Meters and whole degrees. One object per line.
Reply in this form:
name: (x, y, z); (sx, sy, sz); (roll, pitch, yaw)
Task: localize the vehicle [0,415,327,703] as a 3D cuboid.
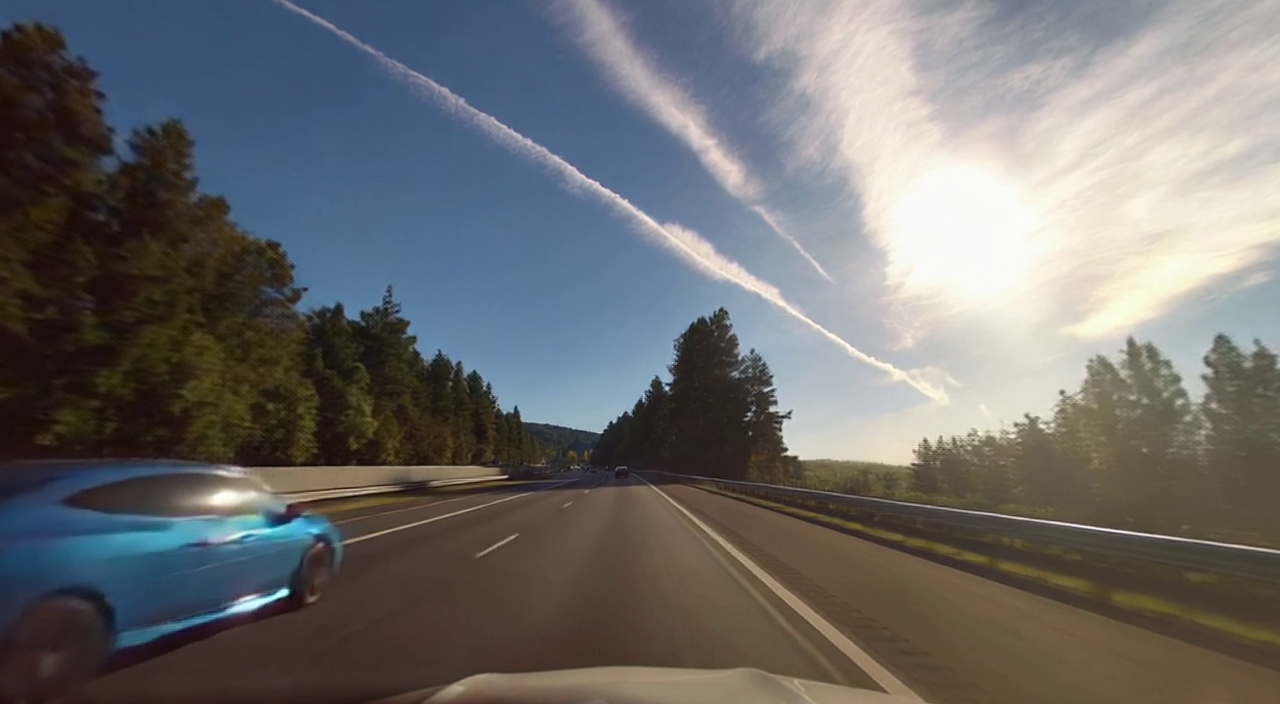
vehicle: (-3.724, 1.151, 3.457); (2.040, 1.465, 3.744); (1, -11, 0)
